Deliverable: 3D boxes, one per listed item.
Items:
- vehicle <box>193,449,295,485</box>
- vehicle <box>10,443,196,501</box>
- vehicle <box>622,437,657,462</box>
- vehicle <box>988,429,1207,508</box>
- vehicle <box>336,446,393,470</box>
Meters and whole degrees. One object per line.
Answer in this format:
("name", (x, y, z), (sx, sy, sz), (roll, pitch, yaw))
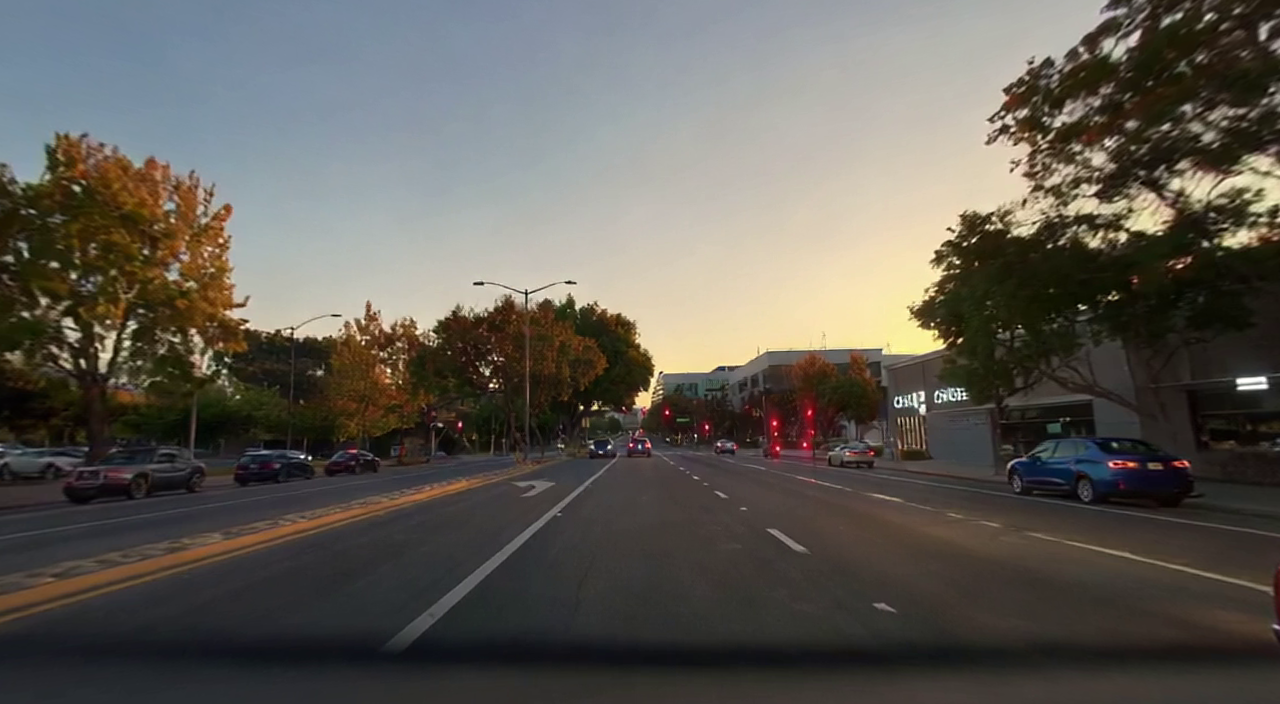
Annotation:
("vehicle", (-17.956, 5.190, 28.908), (1.824, 1.453, 4.433), (0, -8, -1))
("vehicle", (-18.166, 4.026, 21.757), (1.979, 1.770, 4.703), (-1, -8, 5))
("vehicle", (-0.048, 6.149, 39.914), (2.097, 1.480, 4.006), (0, -8, 0))
("vehicle", (9.898, 2.532, 14.163), (1.824, 1.483, 4.003), (0, -8, -1))
("vehicle", (-18.028, 6.948, 41.535), (1.865, 1.460, 4.693), (0, -8, -3))
